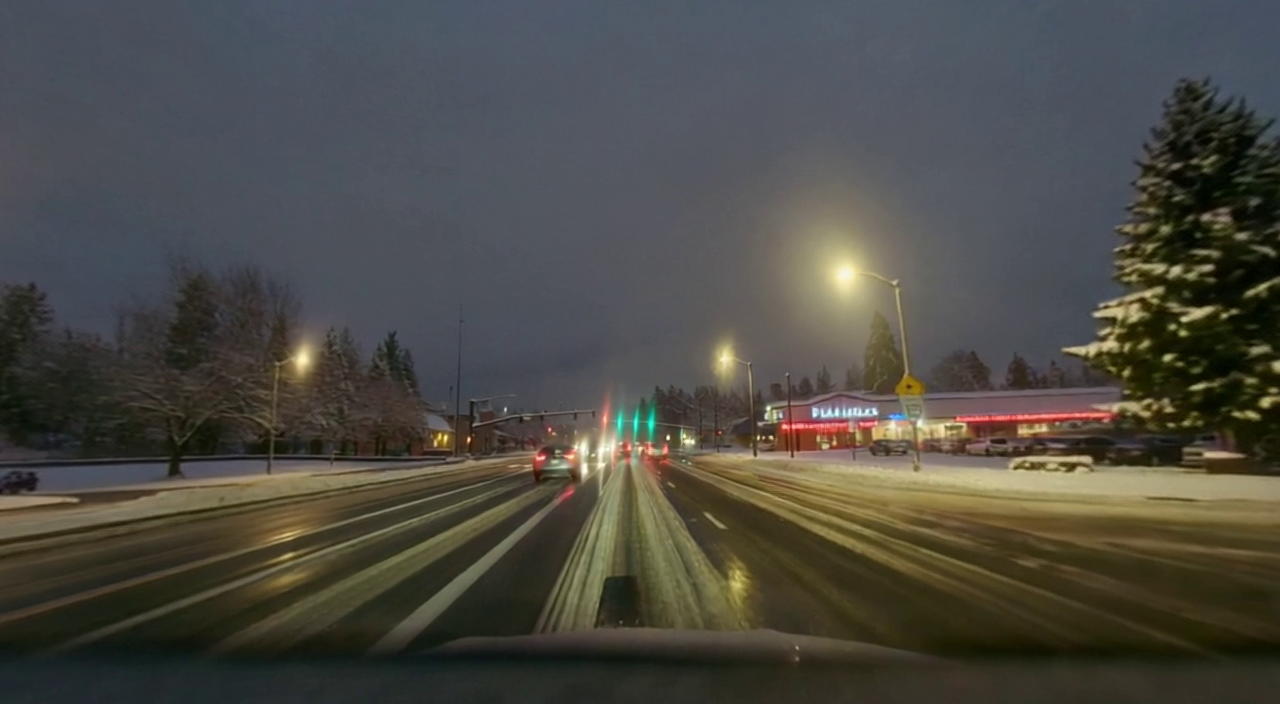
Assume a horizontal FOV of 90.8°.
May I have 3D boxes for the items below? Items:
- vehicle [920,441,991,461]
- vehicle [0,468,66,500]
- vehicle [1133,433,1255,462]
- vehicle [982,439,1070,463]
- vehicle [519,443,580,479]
[{"bbox_3d":[24.821,7.772,49.852,4.799,1.497,1.952,-4,-9,22],"label":"vehicle"},{"bbox_3d":[-43.919,9.386,45.138,1.924,1.972,4.181,0,-8,-3],"label":"vehicle"},{"bbox_3d":[30.284,5.265,34.702,4.522,1.517,1.943,-4,-9,23],"label":"vehicle"},{"bbox_3d":[24.718,6.360,40.645,4.554,1.470,2.020,-4,-9,24],"label":"vehicle"},{"bbox_3d":[-4.008,4.880,28.675,2.097,1.497,4.571,0,-8,0],"label":"vehicle"}]
